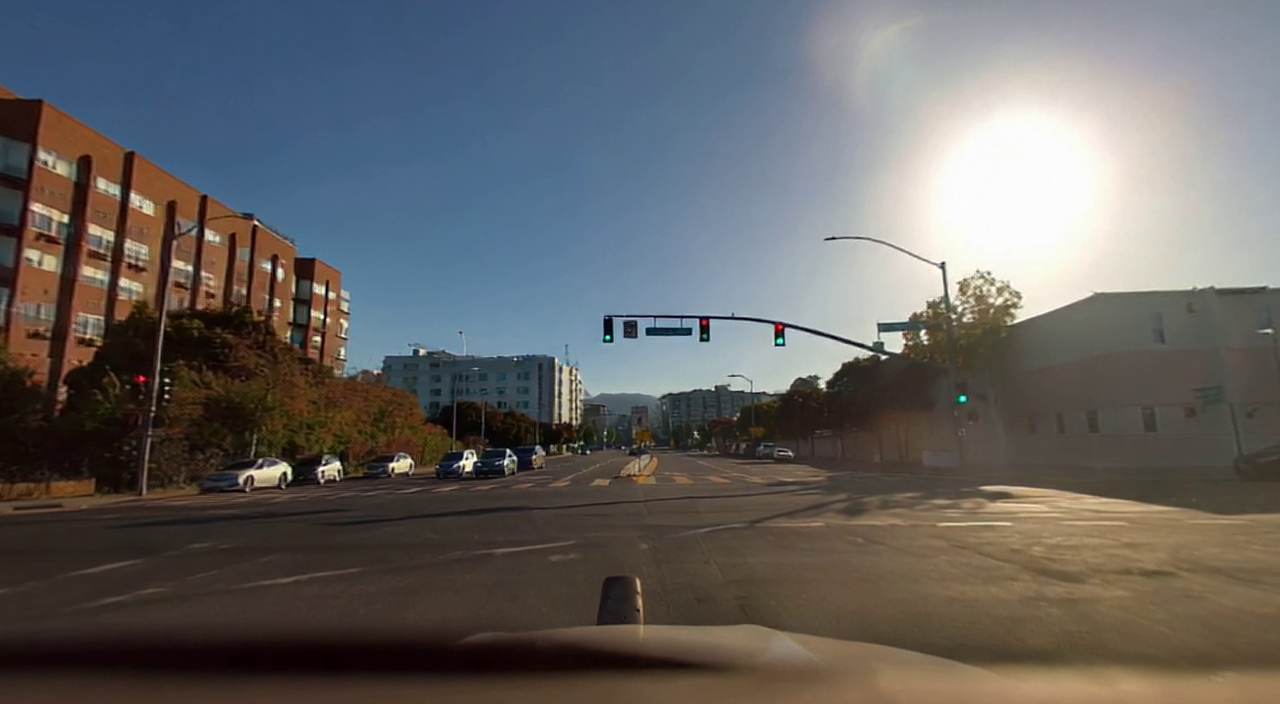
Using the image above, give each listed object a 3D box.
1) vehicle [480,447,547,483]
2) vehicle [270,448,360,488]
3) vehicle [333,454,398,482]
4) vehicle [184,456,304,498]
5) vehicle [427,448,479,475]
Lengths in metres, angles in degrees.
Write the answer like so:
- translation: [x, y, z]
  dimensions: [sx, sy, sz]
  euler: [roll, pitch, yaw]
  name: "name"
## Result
- translation: [-5.621, 5.086, 28.573]
  dimensions: [2.154, 1.501, 4.416]
  euler: [0, -9, 0]
  name: "vehicle"
- translation: [-16.393, 5.846, 32.026]
  dimensions: [1.960, 1.819, 5.018]
  euler: [0, -9, -1]
  name: "vehicle"
- translation: [-16.343, 6.896, 37.657]
  dimensions: [1.804, 1.486, 4.625]
  euler: [0, -9, 0]
  name: "vehicle"
- translation: [-16.265, 5.109, 26.145]
  dimensions: [2.055, 1.506, 4.663]
  euler: [0, -9, -2]
  name: "vehicle"
- translation: [-13.027, 7.634, 44.091]
  dimensions: [2.126, 1.709, 5.095]
  euler: [0, -9, 0]
  name: "vehicle"
